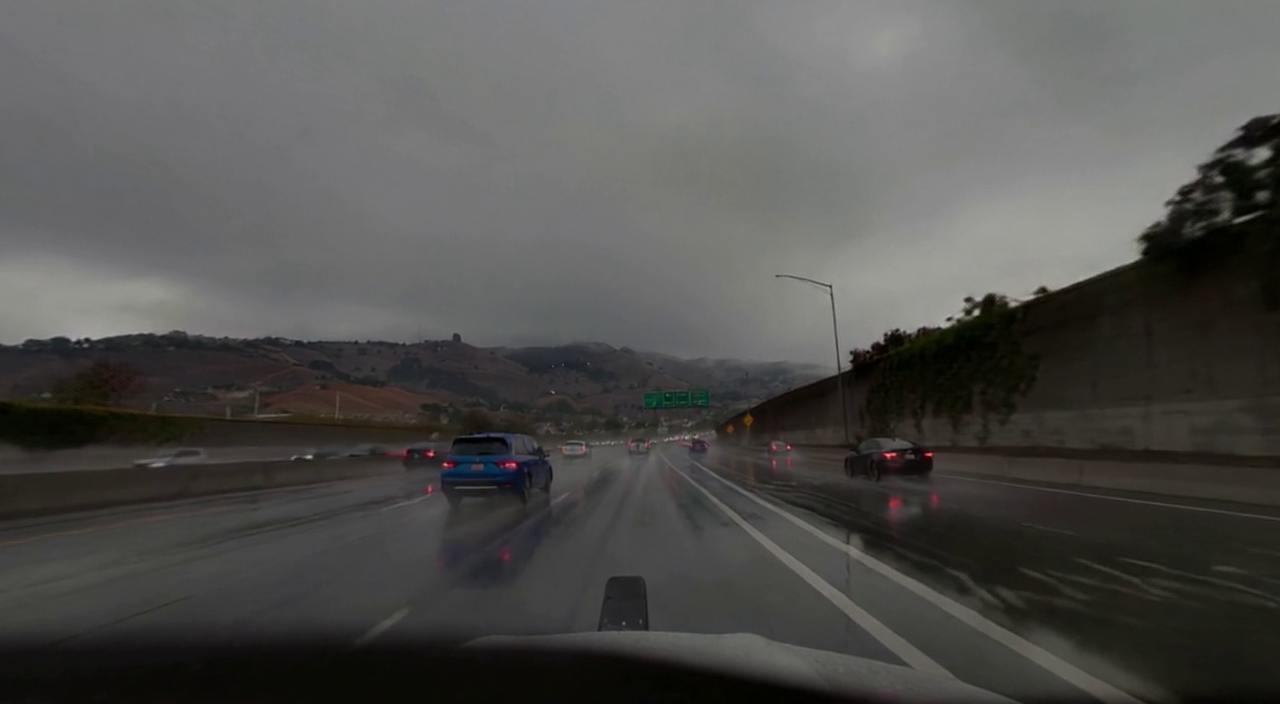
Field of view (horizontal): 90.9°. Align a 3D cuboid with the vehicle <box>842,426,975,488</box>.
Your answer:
[{"bbox_3d":[7.988,3.171,19.333,2.122,1.646,4.491,0,-8,0],"label":"vehicle"}]

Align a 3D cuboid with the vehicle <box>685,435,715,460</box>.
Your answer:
[{"bbox_3d":[4.668,7.487,49.346,2.172,1.824,5.031,-1,-8,4],"label":"vehicle"}]

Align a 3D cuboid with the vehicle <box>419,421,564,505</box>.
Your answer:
[{"bbox_3d":[-3.385,2.676,15.666,2.210,1.730,5.133,-1,-8,2],"label":"vehicle"}]

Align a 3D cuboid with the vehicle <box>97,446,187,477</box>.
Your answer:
[{"bbox_3d":[-27.073,5.941,34.464,1.705,1.520,3.769,-1,-8,2],"label":"vehicle"}]

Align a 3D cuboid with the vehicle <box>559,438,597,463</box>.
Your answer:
[{"bbox_3d":[-4.500,7.214,46.325,2.076,1.730,4.537,-1,-8,3],"label":"vehicle"}]
